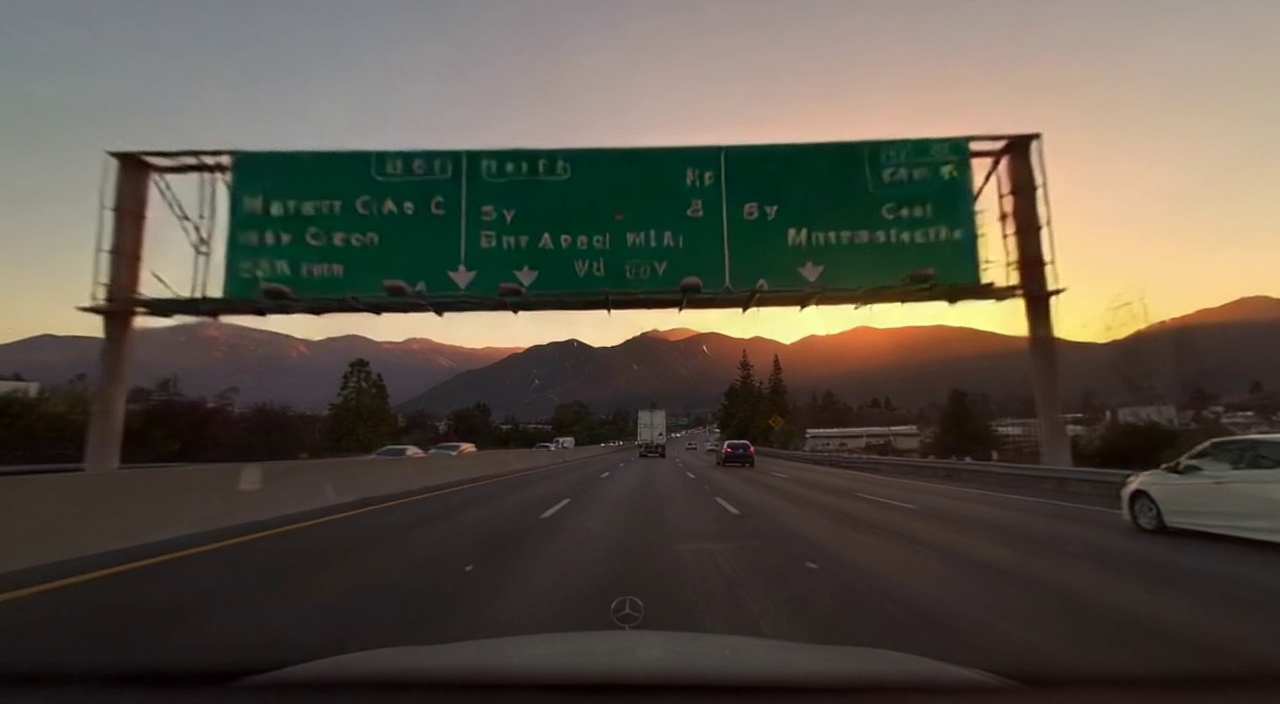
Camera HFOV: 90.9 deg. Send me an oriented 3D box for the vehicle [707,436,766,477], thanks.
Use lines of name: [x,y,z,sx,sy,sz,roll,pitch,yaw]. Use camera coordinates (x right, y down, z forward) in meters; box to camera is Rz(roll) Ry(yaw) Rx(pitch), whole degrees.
vehicle: [4.066,4.468,27.161,1.880,1.624,3.941,0,-8,0]

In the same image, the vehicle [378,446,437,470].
vehicle: [-15.379,6.995,41.933,1.974,1.501,4.698,-1,-8,2]

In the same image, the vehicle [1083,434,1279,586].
vehicle: [7.117,1.581,6.552,1.982,1.440,4.171,0,-8,1]

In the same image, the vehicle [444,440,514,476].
vehicle: [-7.372,4.911,29.333,1.974,1.488,4.325,-1,-9,2]
